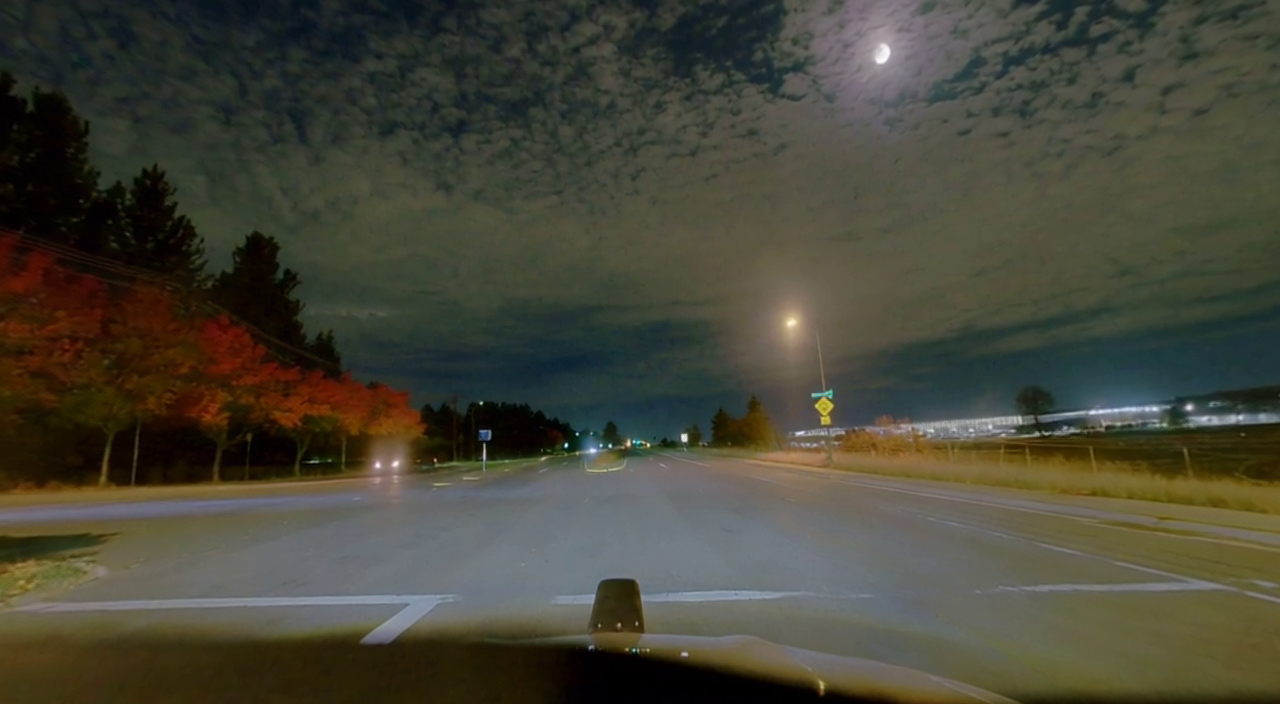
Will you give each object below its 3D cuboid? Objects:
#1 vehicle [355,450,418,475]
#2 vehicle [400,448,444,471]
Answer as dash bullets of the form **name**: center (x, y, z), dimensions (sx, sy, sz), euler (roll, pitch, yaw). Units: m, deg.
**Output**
- **vehicle**: center (-18.300, 7.988, 45.655), dimensions (1.907, 1.644, 4.410), euler (-2, -9, 14)
- **vehicle**: center (-17.238, 8.473, 49.911), dimensions (1.902, 1.720, 3.248), euler (-2, -9, 11)
